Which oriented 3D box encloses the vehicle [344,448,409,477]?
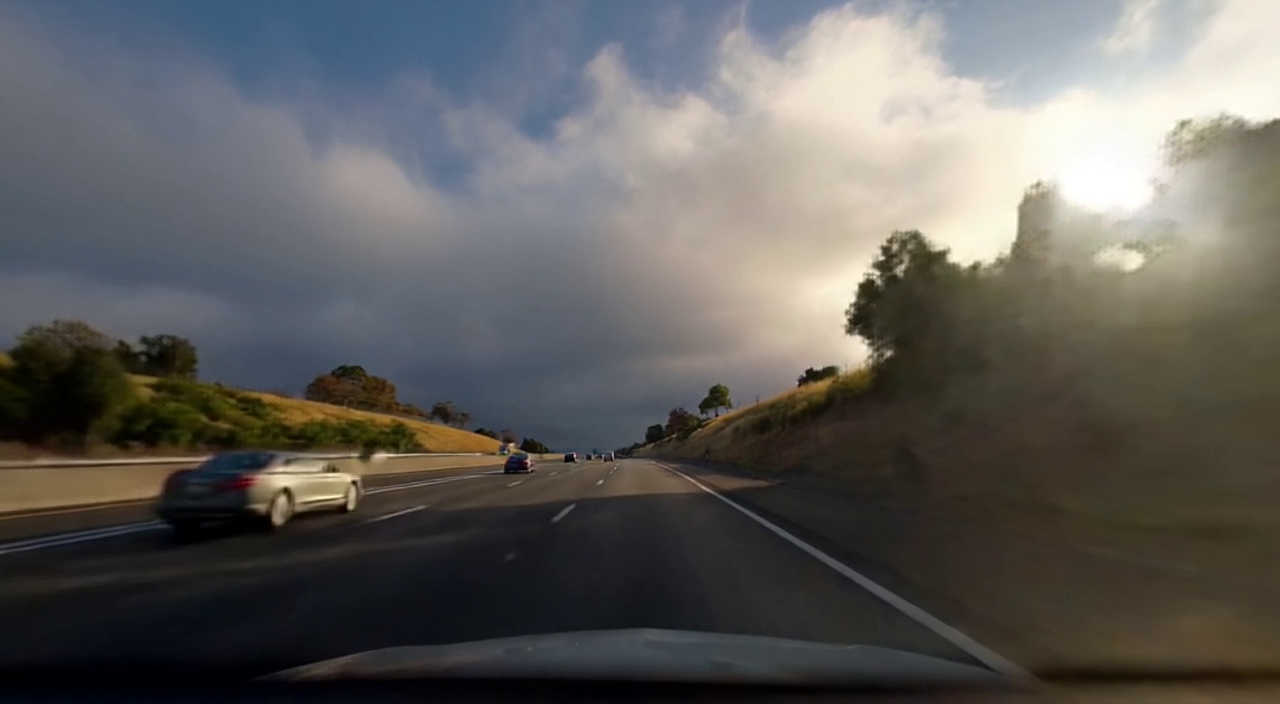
[{"bbox_3d":[-14.618,6.135,35.217,1.794,1.461,4.344,0,-9,0],"label":"vehicle"}]

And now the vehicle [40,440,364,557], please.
[{"bbox_3d":[-6.654,2.244,10.445,2.015,1.483,4.626,0,-9,0],"label":"vehicle"}]

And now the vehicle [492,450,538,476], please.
[{"bbox_3d":[-7.524,6.691,38.301,1.966,1.476,4.240,0,-9,0],"label":"vehicle"}]
